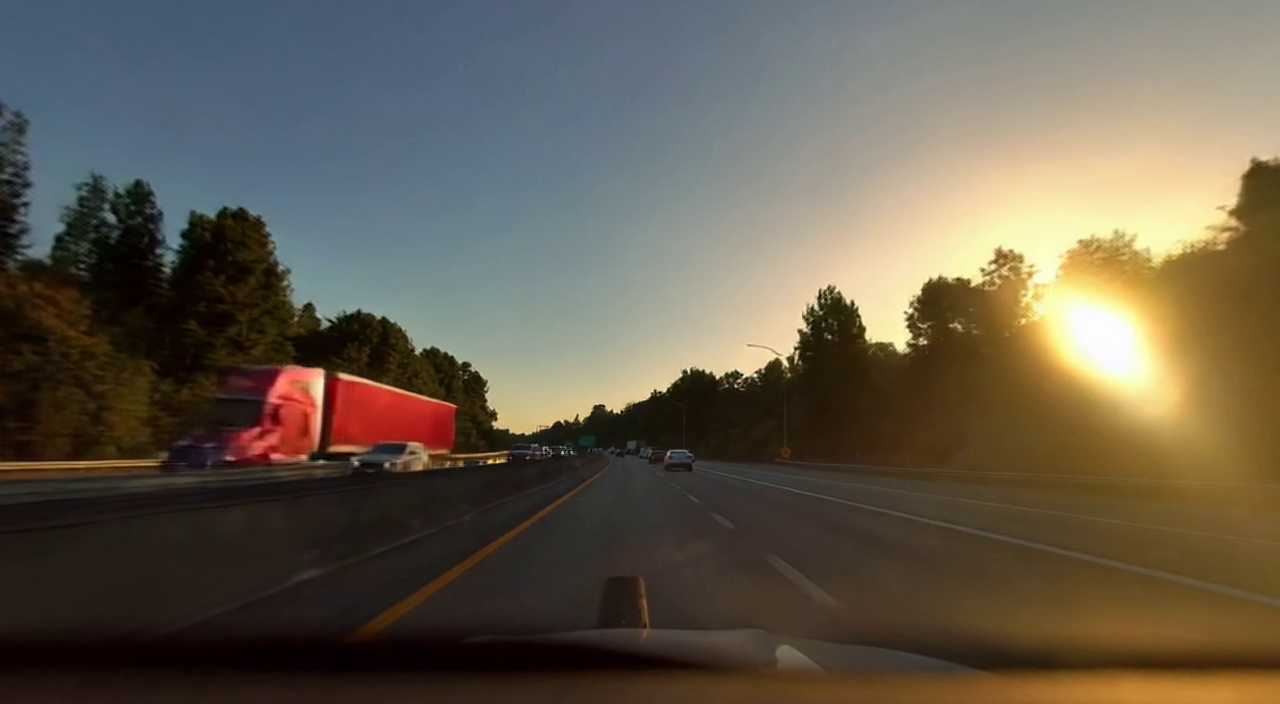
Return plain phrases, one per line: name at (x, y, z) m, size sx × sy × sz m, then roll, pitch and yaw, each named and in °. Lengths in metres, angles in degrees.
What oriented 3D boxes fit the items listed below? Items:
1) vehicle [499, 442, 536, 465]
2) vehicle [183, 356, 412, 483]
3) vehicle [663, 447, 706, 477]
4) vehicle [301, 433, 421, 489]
vehicle at (-8.783, 7.291, 45.398) m, size 1.965 × 1.566 × 4.141 m, roll 0°, pitch -9°, yaw -2°
vehicle at (-12.593, 2.942, 25.101) m, size 2.947 × 3.956 × 11.078 m, roll 0°, pitch -9°, yaw -1°
vehicle at (2.514, 6.384, 36.688) m, size 2.111 × 1.599 × 3.859 m, roll 0°, pitch -9°, yaw -1°
vehicle at (-8.023, 3.171, 18.520) m, size 1.830 × 1.438 × 3.678 m, roll 0°, pitch -9°, yaw -1°
